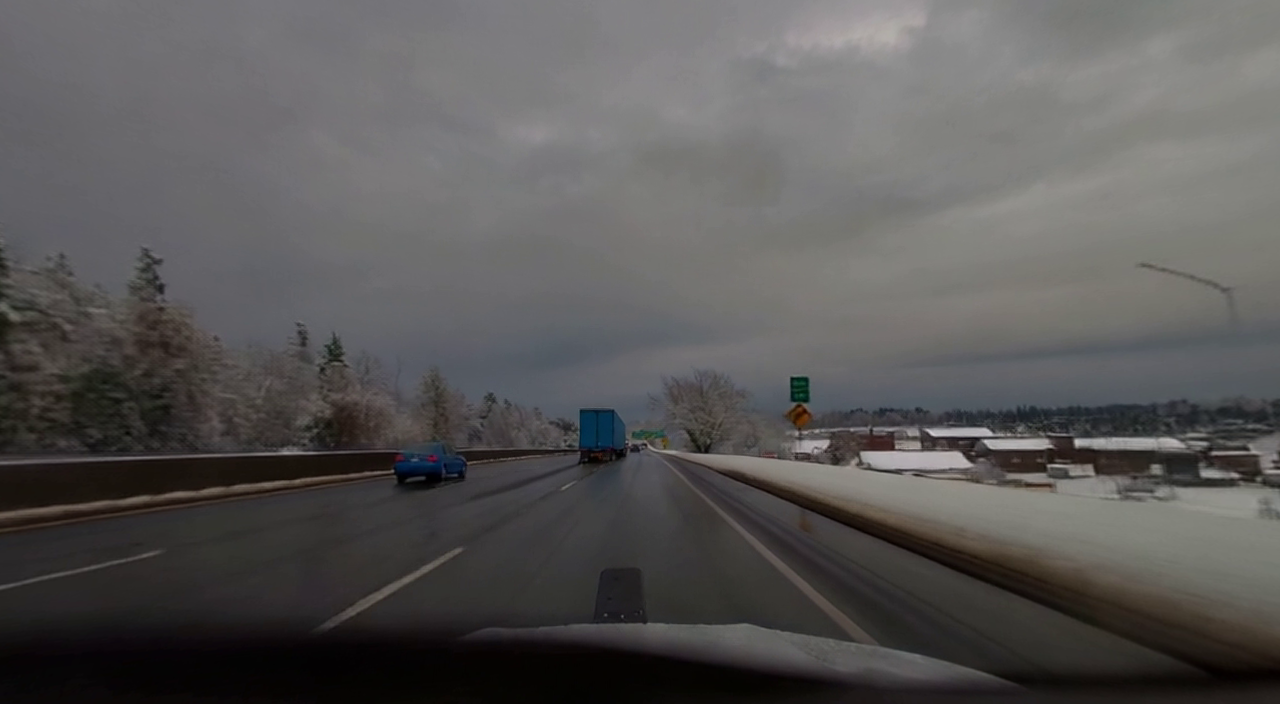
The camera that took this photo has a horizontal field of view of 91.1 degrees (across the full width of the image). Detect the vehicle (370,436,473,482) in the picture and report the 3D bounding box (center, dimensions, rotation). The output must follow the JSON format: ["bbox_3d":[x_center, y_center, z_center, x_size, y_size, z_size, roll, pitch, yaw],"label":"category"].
[{"bbox_3d":[-7.594,3.748,22.358,1.901,1.467,4.629,0,-8,1],"label":"vehicle"}]

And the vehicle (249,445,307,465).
[{"bbox_3d":[-28.738,8.156,49.985,1.783,1.447,4.651,0,-8,1],"label":"vehicle"}]
